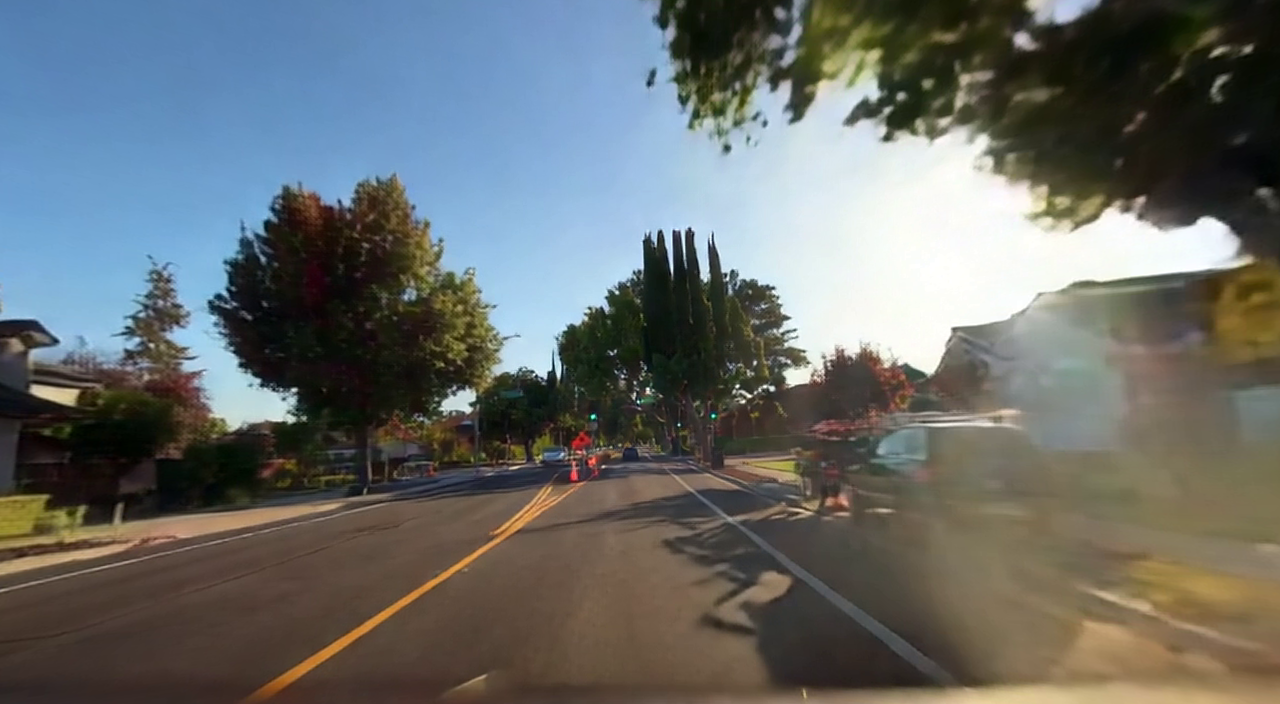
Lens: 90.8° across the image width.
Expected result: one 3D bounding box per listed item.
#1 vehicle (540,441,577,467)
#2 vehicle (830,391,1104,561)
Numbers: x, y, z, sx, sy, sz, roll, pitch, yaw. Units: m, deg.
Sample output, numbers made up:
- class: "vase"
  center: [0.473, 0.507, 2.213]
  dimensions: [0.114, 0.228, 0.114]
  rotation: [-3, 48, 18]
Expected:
- class: "vehicle"
  center: [-6.250, 7.866, 48.801]
  dimensions: [2.240, 1.879, 4.847]
  rotation: [0, -9, -1]
- class: "vehicle"
  center: [4.271, 1.680, 9.016]
  dimensions: [2.241, 1.935, 3.270]
  rotation: [-1, -9, 4]
